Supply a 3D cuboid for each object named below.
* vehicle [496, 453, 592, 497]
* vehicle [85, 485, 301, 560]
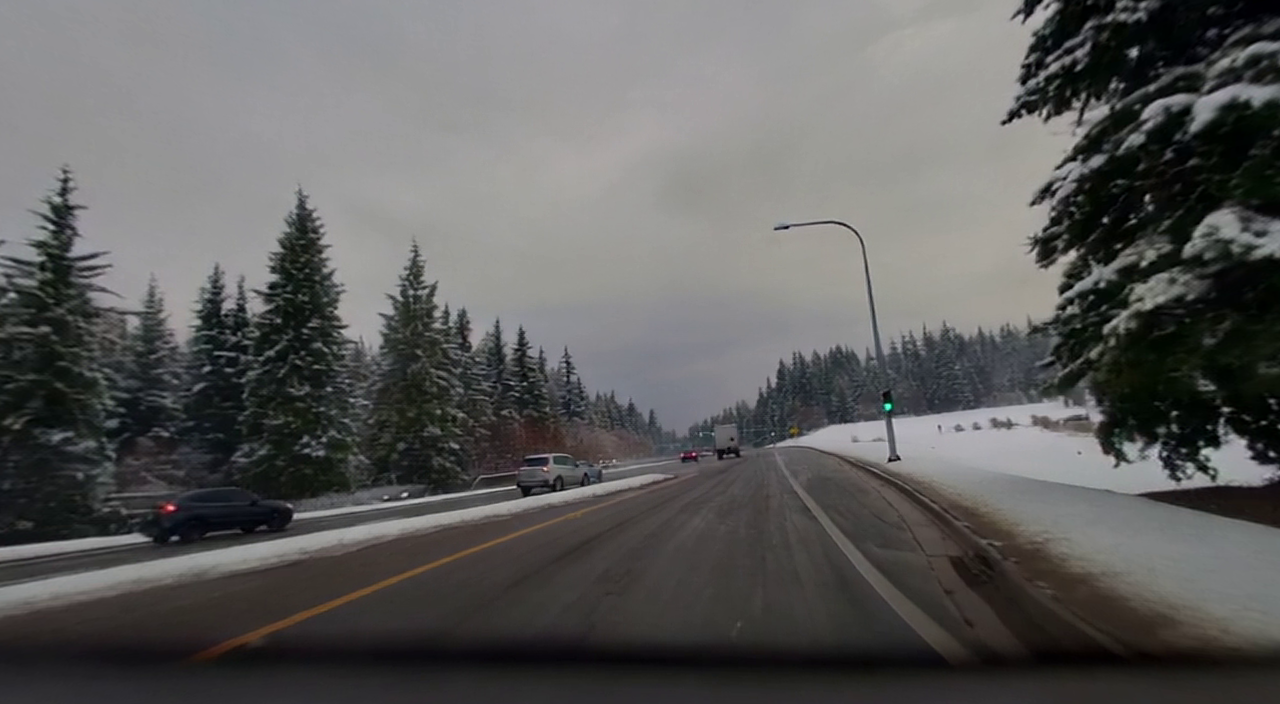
[{"bbox_3d":[-4.164,5.414,28.272,2.049,1.699,4.860,-4,-9,21],"label":"vehicle"},{"bbox_3d":[-12.736,4.826,18.437,1.886,1.535,4.742,-4,-9,24],"label":"vehicle"}]
